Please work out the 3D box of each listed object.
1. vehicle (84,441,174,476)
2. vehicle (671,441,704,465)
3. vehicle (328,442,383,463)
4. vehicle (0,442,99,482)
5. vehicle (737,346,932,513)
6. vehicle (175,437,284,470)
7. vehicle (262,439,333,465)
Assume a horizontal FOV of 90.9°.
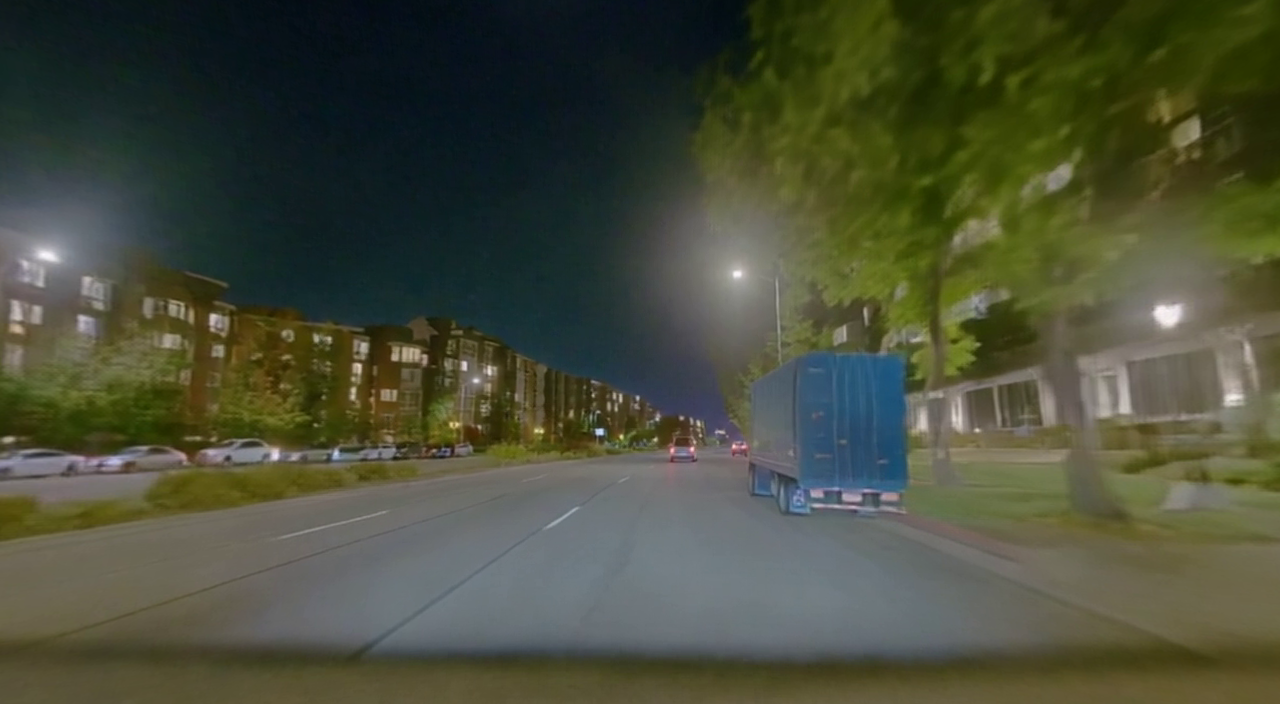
[{"bbox_3d":[-24.145,5.006,29.882,1.659,1.570,2.845,-1,-8,5],"label":"vehicle"},{"bbox_3d":[2.886,6.065,37.981,1.871,1.370,4.206,-1,-8,5],"label":"vehicle"},{"bbox_3d":[-21.913,7.749,48.738,1.900,1.489,4.361,-1,-8,6],"label":"vehicle"},{"bbox_3d":[-24.325,4.324,24.928,2.015,1.446,4.316,-2,-8,0],"label":"vehicle"},{"bbox_3d":[4.467,2.135,16.747,2.945,3.277,8.473,-1,-8,4],"label":"vehicle"},{"bbox_3d":[-23.493,5.848,36.432,2.242,1.693,5.560,-2,-9,5],"label":"vehicle"},{"bbox_3d":[-22.826,6.681,42.254,2.008,1.668,4.379,-1,-8,5],"label":"vehicle"}]
